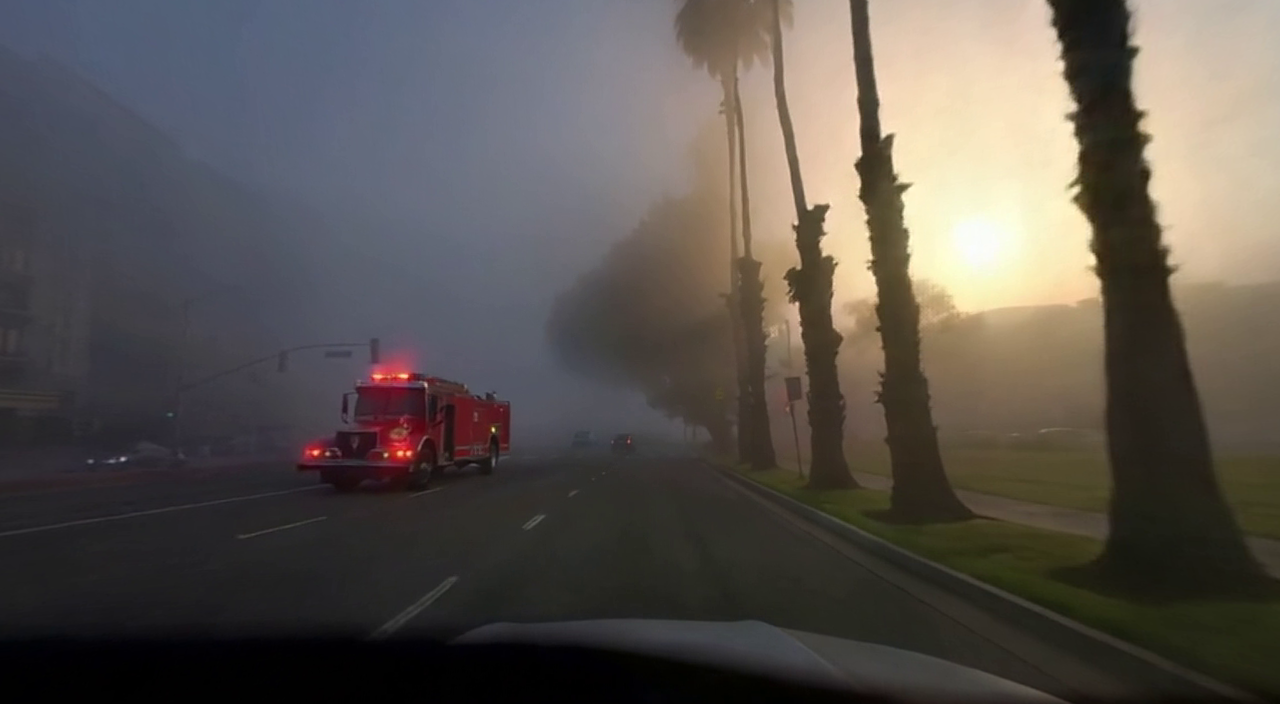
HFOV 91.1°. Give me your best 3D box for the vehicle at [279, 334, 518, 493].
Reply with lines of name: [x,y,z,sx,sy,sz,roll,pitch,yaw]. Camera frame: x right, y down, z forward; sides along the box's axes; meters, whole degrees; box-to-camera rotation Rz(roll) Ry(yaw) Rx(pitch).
vehicle: [-6.786,2.267,20.623,3.008,3.730,11.786,0,-8,1]

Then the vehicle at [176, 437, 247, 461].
vehicle: [-33.581,7.644,49.220,4.470,1.613,1.897,-4,-10,11]
